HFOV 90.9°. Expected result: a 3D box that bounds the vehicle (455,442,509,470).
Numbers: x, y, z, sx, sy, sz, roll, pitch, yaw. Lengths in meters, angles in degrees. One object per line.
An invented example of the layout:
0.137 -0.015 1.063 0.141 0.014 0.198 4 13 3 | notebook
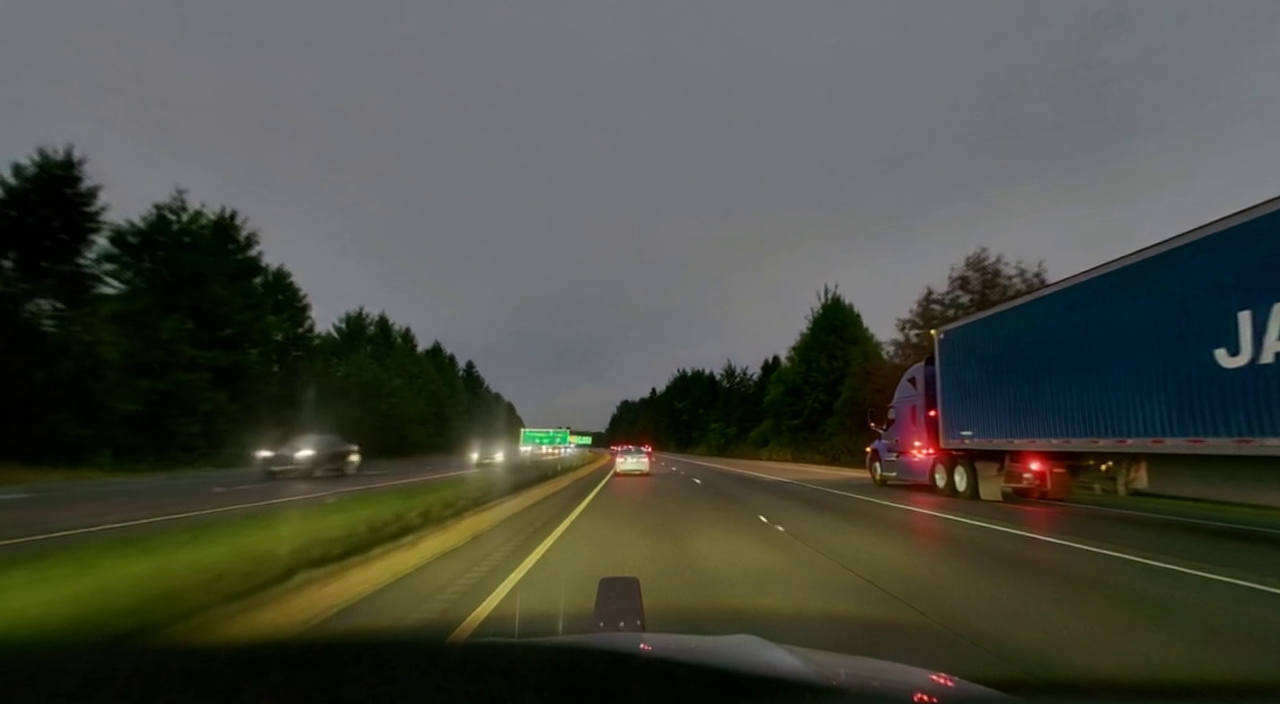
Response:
-8.691 5.752 35.049 1.904 1.471 4.317 0 -9 0 | vehicle

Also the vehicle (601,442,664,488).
-0.281 4.144 23.410 2.114 1.523 4.012 0 -9 -1 | vehicle

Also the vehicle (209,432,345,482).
-12.978 3.792 22.964 2.255 1.646 4.543 0 -9 0 | vehicle
